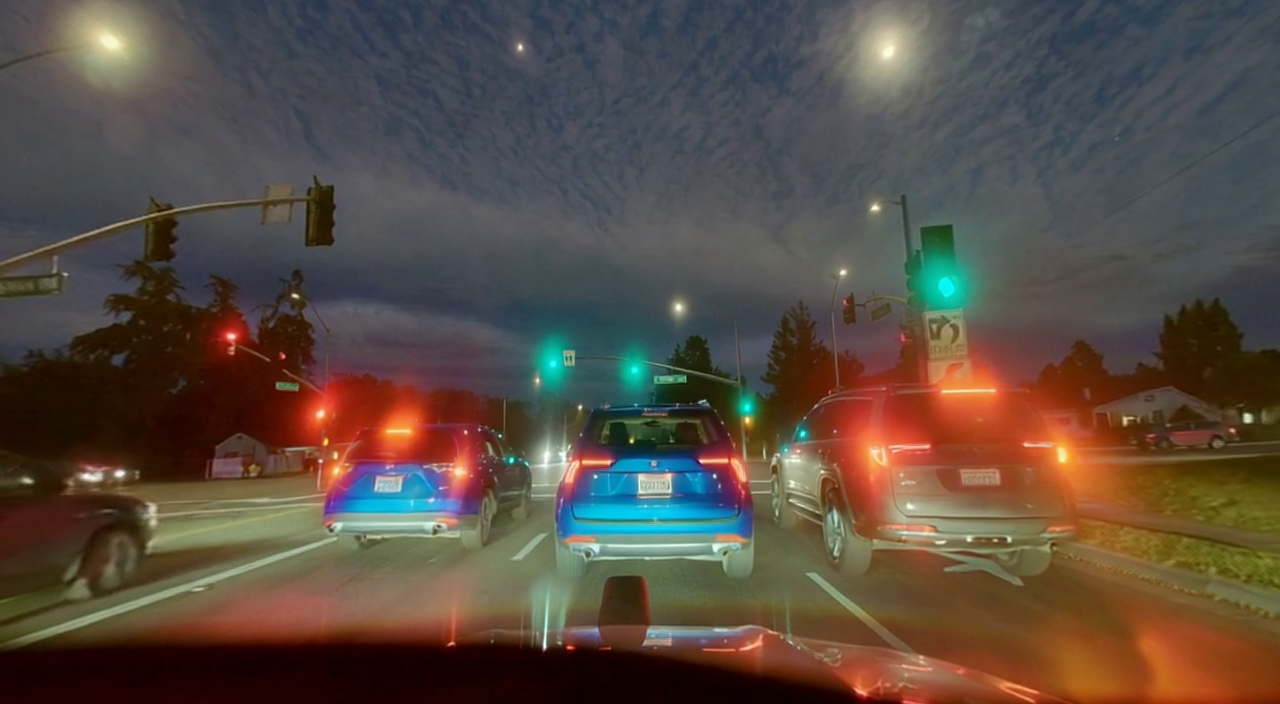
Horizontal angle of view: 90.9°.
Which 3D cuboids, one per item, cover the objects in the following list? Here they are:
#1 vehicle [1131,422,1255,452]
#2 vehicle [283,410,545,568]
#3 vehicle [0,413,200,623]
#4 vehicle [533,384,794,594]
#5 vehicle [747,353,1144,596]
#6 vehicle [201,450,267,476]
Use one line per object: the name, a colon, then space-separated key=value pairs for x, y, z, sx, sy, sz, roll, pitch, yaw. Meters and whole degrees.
vehicle: x=28.167 y=4.341 z=32.224 sx=4.512 sy=1.444 sz=1.859 roll=0 pitch=-8 yaw=0
vehicle: x=-2.748 y=1.792 z=9.032 sx=2.058 sy=1.659 sz=4.514 roll=0 pitch=-8 yaw=0
vehicle: x=-6.311 y=1.359 z=5.141 sx=2.193 sy=1.687 sz=4.507 roll=0 pitch=-8 yaw=-1
vehicle: x=0.167 y=1.479 z=7.581 sx=2.235 sy=1.778 sz=4.178 roll=0 pitch=-8 yaw=-1
vehicle: x=3.088 y=1.453 z=8.283 sx=2.338 sy=2.063 sz=5.672 roll=0 pitch=-8 yaw=0
vehicle: x=-29.329 y=8.013 z=45.714 sx=1.820 sy=1.699 sz=4.308 roll=-1 pitch=-8 yaw=2
